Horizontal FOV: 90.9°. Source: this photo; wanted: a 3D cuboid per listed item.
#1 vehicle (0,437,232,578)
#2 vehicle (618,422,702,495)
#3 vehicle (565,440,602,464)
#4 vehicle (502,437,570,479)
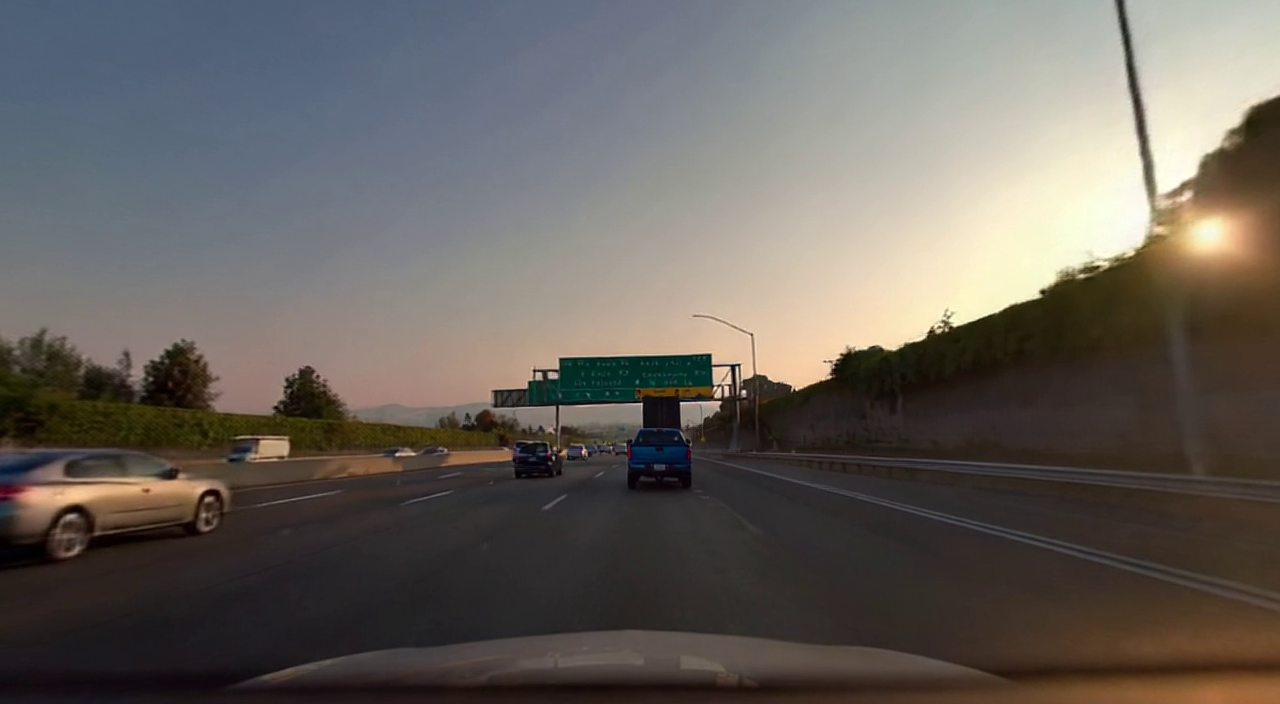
[{"bbox_3d":[-7.737,1.814,7.842,2.081,1.463,4.749,0,-8,1],"label":"vehicle"},{"bbox_3d":[0.501,3.008,18.105,2.083,1.792,4.782,0,-8,0],"label":"vehicle"},{"bbox_3d":[-3.849,6.927,43.695,2.061,1.584,4.290,0,-8,1],"label":"vehicle"},{"bbox_3d":[-4.264,4.401,26.528,1.961,1.591,4.756,0,-9,1],"label":"vehicle"}]
